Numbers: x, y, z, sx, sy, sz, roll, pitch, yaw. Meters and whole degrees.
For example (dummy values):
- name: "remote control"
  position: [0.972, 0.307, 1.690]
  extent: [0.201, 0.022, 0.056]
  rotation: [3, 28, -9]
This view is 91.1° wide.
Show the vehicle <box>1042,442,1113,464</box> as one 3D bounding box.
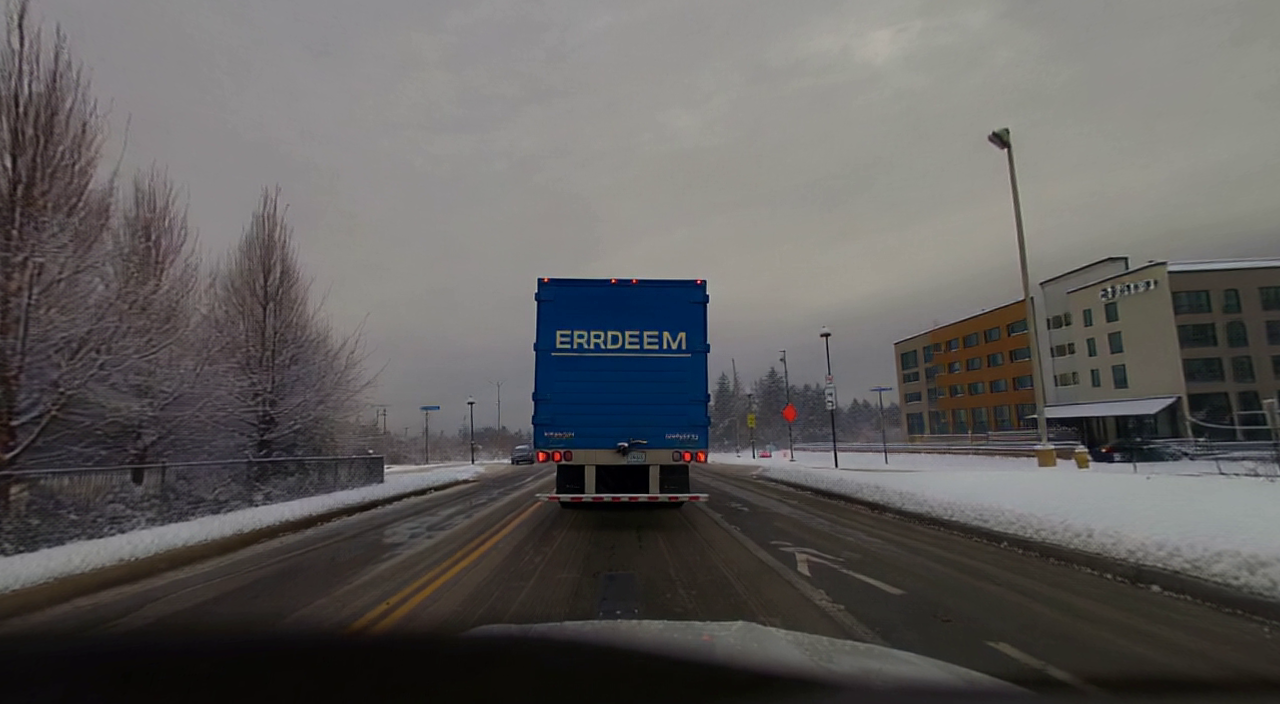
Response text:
- name: "vehicle"
  position: [31.373, 7.215, 45.157]
  extent: [1.652, 1.423, 3.797]
  rotation: [5, -9, -35]

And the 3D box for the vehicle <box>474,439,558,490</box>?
- name: "vehicle"
  position: [-3.925, 3.607, 20.544]
  extent: [1.957, 1.462, 3.878]
  rotation: [0, -8, 0]

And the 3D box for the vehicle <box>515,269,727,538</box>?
- name: "vehicle"
  position: [-0.197, 1.295, 13.407]
  extent: [2.876, 3.724, 9.351]
  rotation: [0, -8, 1]
